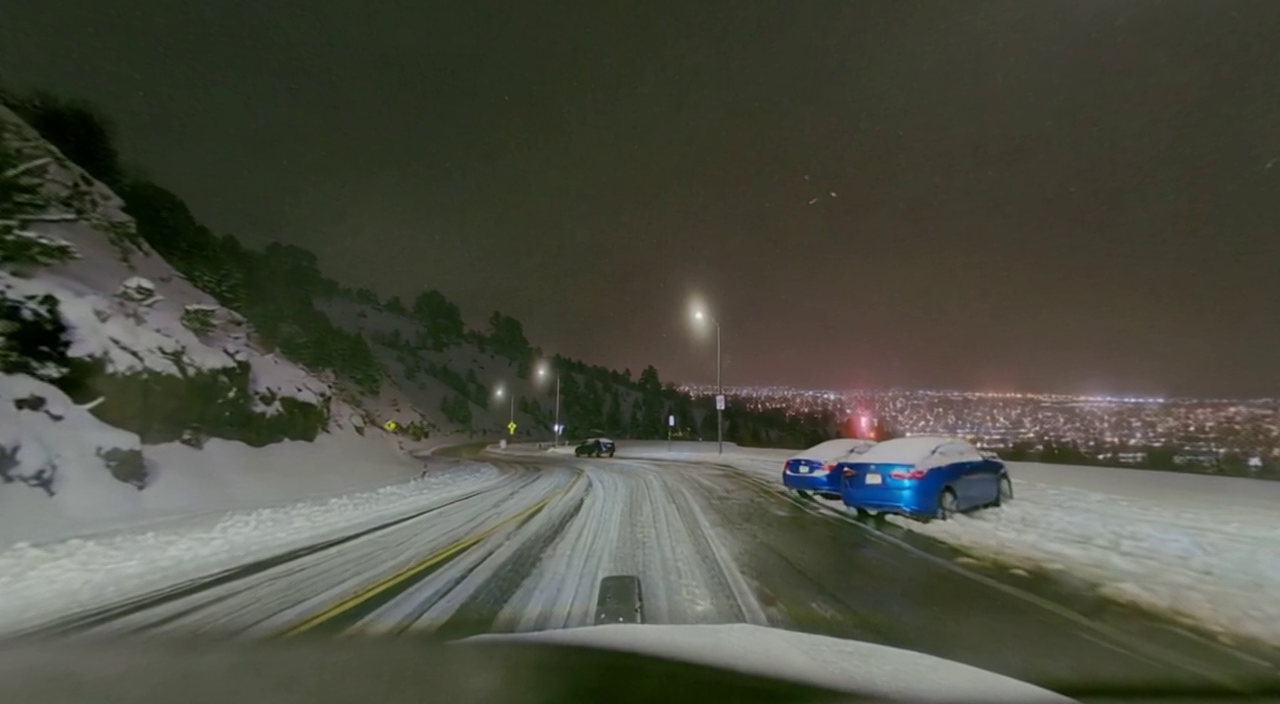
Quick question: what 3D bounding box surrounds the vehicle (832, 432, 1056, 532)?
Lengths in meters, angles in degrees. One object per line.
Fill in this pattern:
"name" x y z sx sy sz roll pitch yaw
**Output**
"vehicle" 5.888 2.327 11.990 4.609 1.505 2.061 7 -11 -40
